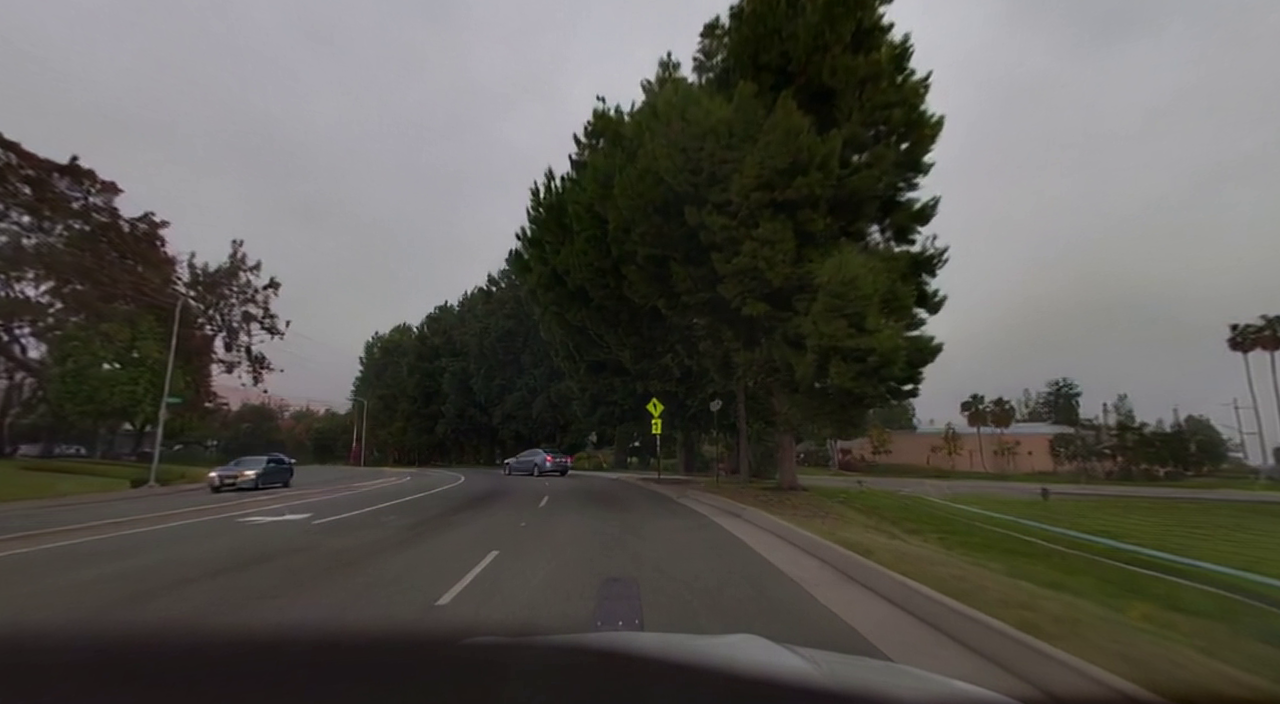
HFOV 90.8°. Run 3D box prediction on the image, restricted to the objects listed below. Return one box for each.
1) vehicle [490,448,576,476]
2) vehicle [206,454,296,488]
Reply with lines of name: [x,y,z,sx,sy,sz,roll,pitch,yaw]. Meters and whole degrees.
vehicle: [-7.868,8.046,46.696,5.848,1.924,2.196,5,-10,-28]
vehicle: [-19.020,5.796,31.156,1.942,1.470,4.566,1,-9,-7]
